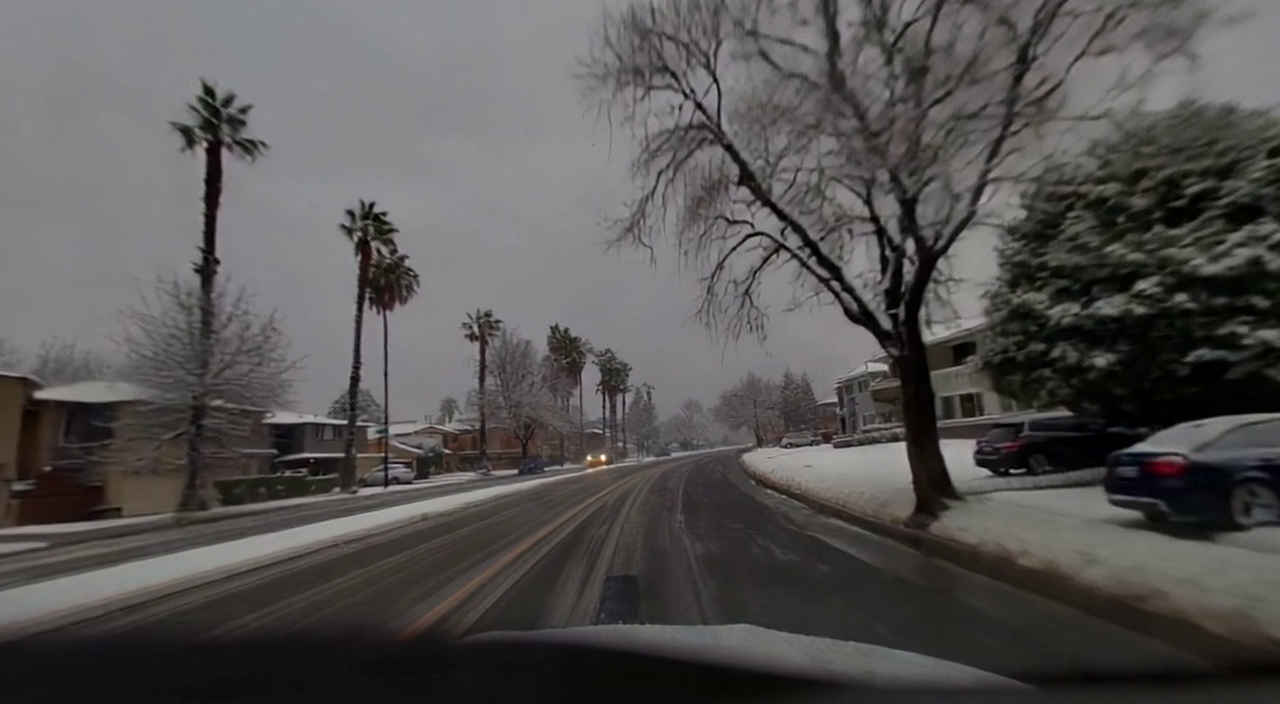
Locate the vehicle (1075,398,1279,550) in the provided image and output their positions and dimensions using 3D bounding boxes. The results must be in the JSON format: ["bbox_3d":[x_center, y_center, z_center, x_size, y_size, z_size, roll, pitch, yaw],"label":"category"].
[{"bbox_3d":[8.681,1.505,8.136,4.646,1.687,1.975,0,-8,-1],"label":"vehicle"}]

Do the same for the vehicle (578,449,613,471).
[{"bbox_3d":[-3.461,8.428,49.486,1.746,1.503,4.400,-6,-9,7],"label":"vehicle"}]

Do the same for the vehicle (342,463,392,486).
[{"bbox_3d":[-20.487,9.131,47.365,1.862,1.477,4.461,8,-12,-44],"label":"vehicle"}]
